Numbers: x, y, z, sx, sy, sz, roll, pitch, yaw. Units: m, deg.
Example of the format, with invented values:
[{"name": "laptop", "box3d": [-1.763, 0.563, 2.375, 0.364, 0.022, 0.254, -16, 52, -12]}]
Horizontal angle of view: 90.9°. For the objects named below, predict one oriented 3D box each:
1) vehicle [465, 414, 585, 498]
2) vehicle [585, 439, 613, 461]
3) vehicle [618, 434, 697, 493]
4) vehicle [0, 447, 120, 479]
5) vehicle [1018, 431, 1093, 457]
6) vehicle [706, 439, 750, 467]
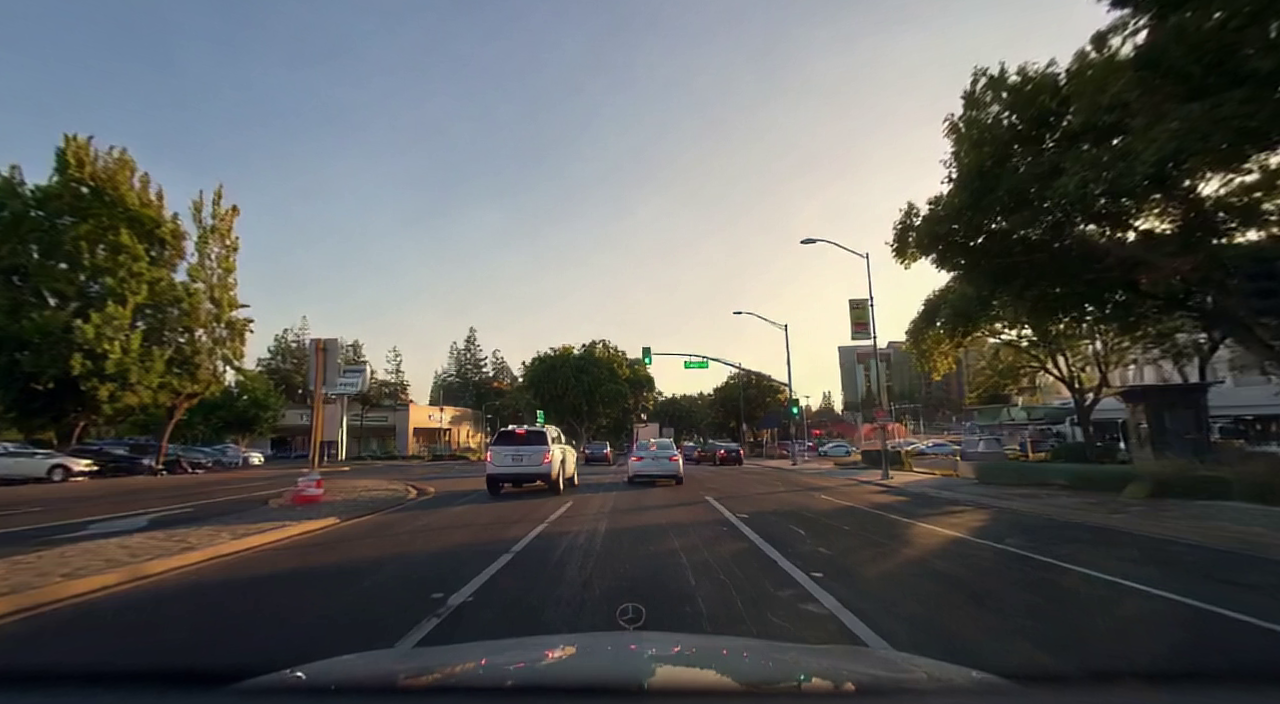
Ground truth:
[{"name": "vehicle", "box3d": [-2.935, 2.827, 17.463, 2.289, 1.935, 5.227, 0, -8, 1]}, {"name": "vehicle", "box3d": [-3.032, 7.357, 47.398, 1.902, 1.522, 3.523, 0, -8, 0]}, {"name": "vehicle", "box3d": [0.448, 3.196, 18.421, 2.061, 1.494, 4.079, 0, -8, 0]}, {"name": "vehicle", "box3d": [-28.637, 5.441, 31.122, 4.208, 1.505, 1.914, 0, -8, 0]}, {"name": "vehicle", "box3d": [32.974, 7.265, 49.965, 5.720, 1.822, 2.307, 3, -9, -28]}, {"name": "vehicle", "box3d": [4.998, 5.816, 36.354, 1.900, 1.507, 4.151, 0, -8, 0]}]
